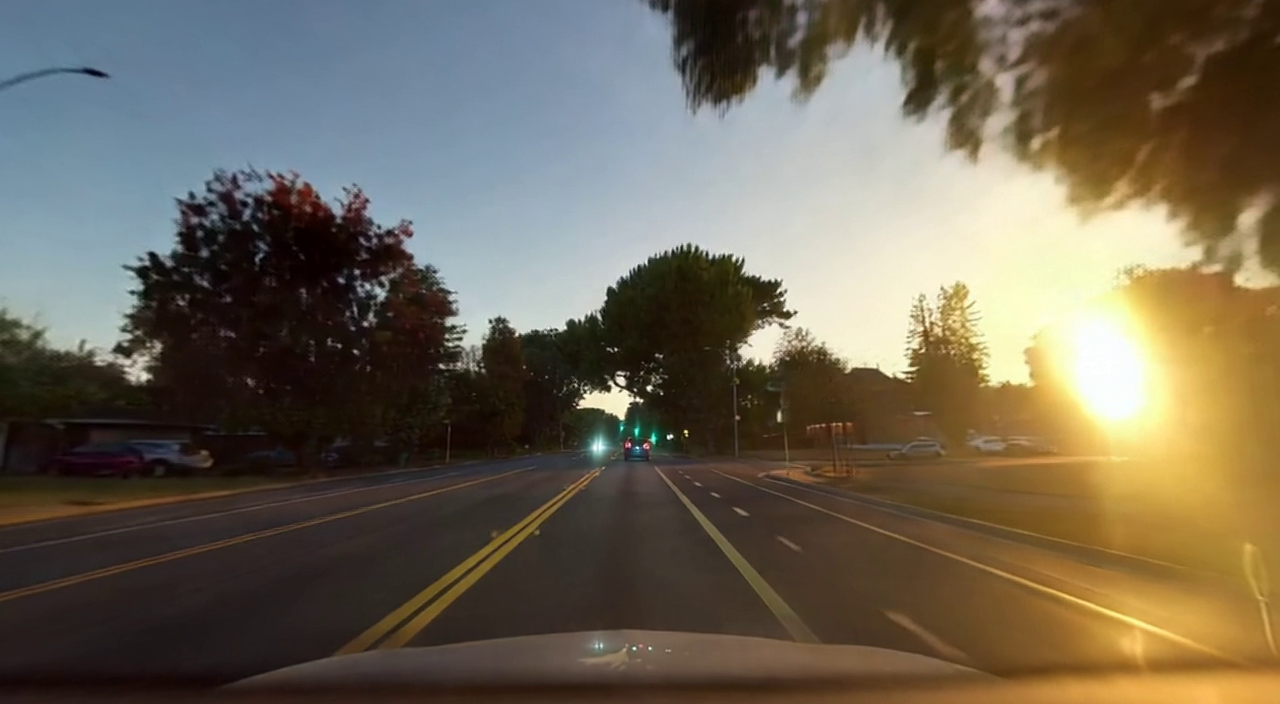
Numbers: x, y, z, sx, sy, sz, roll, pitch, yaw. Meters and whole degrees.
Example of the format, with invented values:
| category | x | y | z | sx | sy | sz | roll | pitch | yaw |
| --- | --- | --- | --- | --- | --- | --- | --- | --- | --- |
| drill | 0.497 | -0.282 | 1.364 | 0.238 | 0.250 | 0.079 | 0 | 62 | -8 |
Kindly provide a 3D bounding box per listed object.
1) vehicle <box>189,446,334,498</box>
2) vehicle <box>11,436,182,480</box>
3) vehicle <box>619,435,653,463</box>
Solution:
| category | x | y | z | sx | sy | sz | roll | pitch | yaw |
| --- | --- | --- | --- | --- | --- | --- | --- | --- | --- |
| vehicle | -12.344 | 3.902 | 21.020 | 2.090 | 1.478 | 4.376 | 0 | -8 | 1 |
| vehicle | -21.054 | 4.102 | 24.639 | 4.773 | 1.625 | 1.933 | 1 | -8 | -2 |
| vehicle | -0.266 | 6.662 | 43.583 | 2.230 | 1.827 | 4.298 | 0 | -8 | 0 |
